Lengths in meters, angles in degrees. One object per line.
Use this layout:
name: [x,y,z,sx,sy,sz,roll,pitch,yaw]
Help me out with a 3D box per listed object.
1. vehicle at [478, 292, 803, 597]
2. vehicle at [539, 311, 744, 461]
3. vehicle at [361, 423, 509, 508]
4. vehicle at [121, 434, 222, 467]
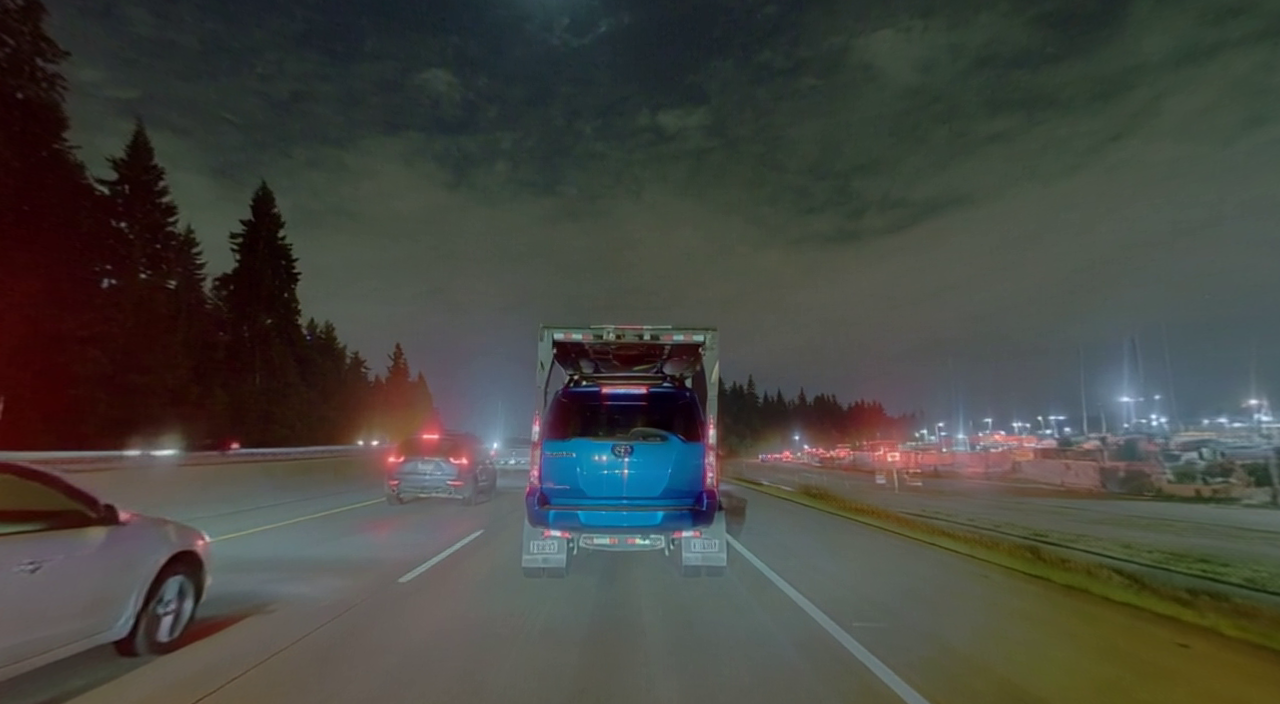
vehicle: [-0.179,1.534,10.647,2.735,2.597,10.435,0,-9,-2]
vehicle: [-0.066,0.698,9.063,2.156,1.604,4.680,0,-9,-2]
vehicle: [-4.534,2.592,14.839,2.057,1.665,4.572,0,-9,-2]
vehicle: [-22.594,4.754,30.665,1.826,1.485,4.128,0,-9,-2]
